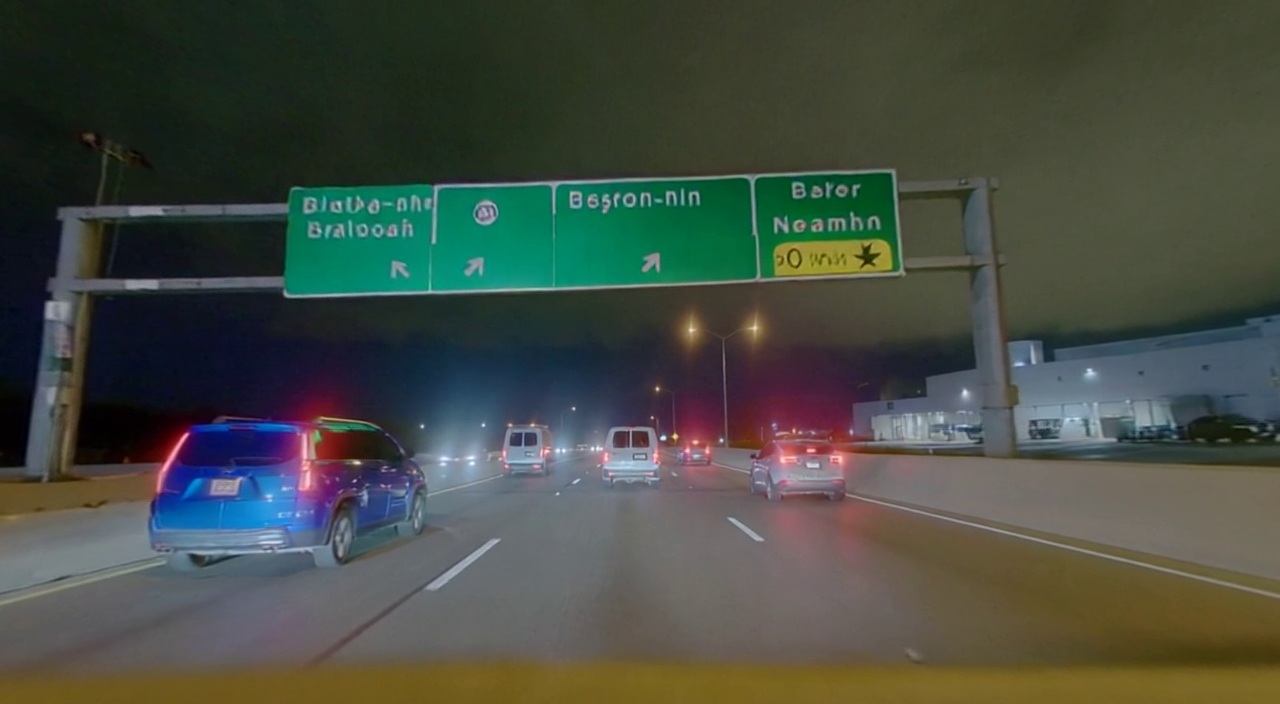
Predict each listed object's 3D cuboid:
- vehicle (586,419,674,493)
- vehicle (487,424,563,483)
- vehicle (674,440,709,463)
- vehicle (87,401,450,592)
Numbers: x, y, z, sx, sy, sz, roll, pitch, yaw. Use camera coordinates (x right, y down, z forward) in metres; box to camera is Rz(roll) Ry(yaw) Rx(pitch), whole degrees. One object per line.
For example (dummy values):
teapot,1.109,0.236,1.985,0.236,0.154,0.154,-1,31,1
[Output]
vehicle,-0.318,3.065,18.877,2.304,1.925,4.282,0,-8,-1
vehicle,-4.133,3.730,23.356,2.038,1.936,4.300,0,-8,-1
vehicle,3.547,6.897,43.990,1.999,1.494,3.833,0,-8,-3
vehicle,-4.034,1.612,7.944,1.972,1.703,4.333,0,-8,-1
